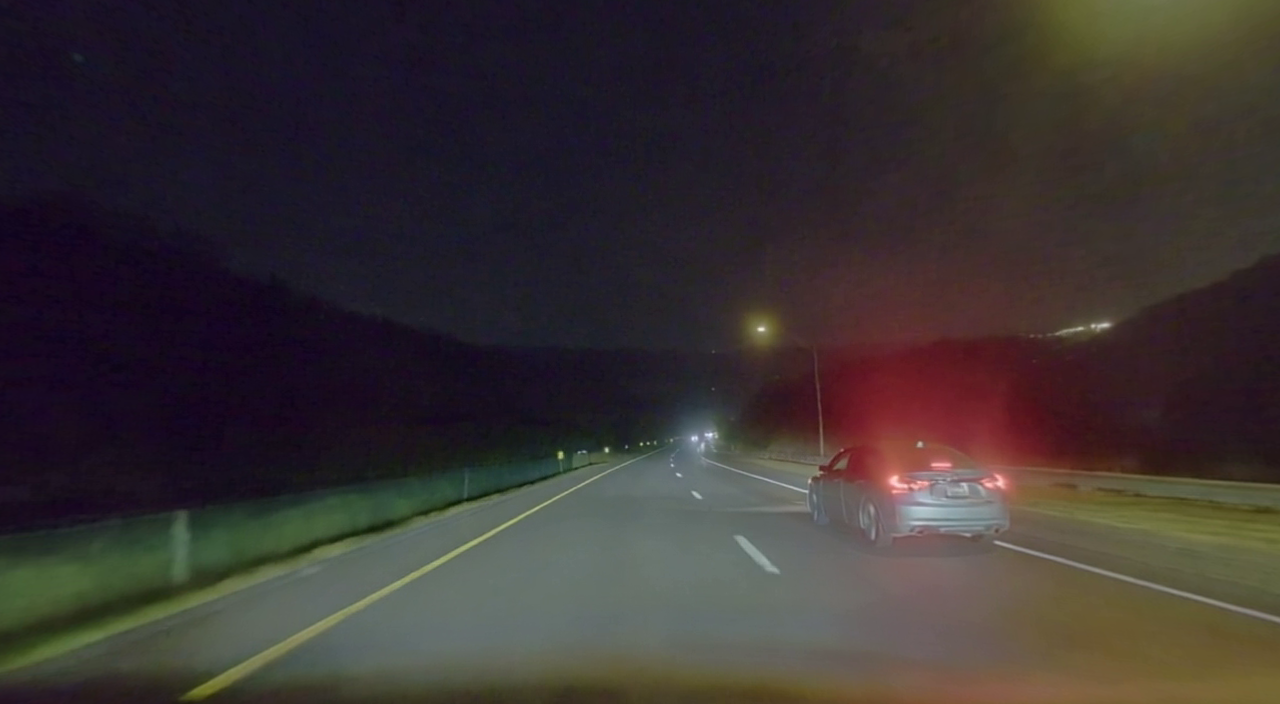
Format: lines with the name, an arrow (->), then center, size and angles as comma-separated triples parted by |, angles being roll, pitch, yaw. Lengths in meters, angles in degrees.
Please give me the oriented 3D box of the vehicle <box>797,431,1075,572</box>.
vehicle -> 3.747, 1.939, 8.969 | 1.997, 1.515, 4.025 | 0, -8, 0
